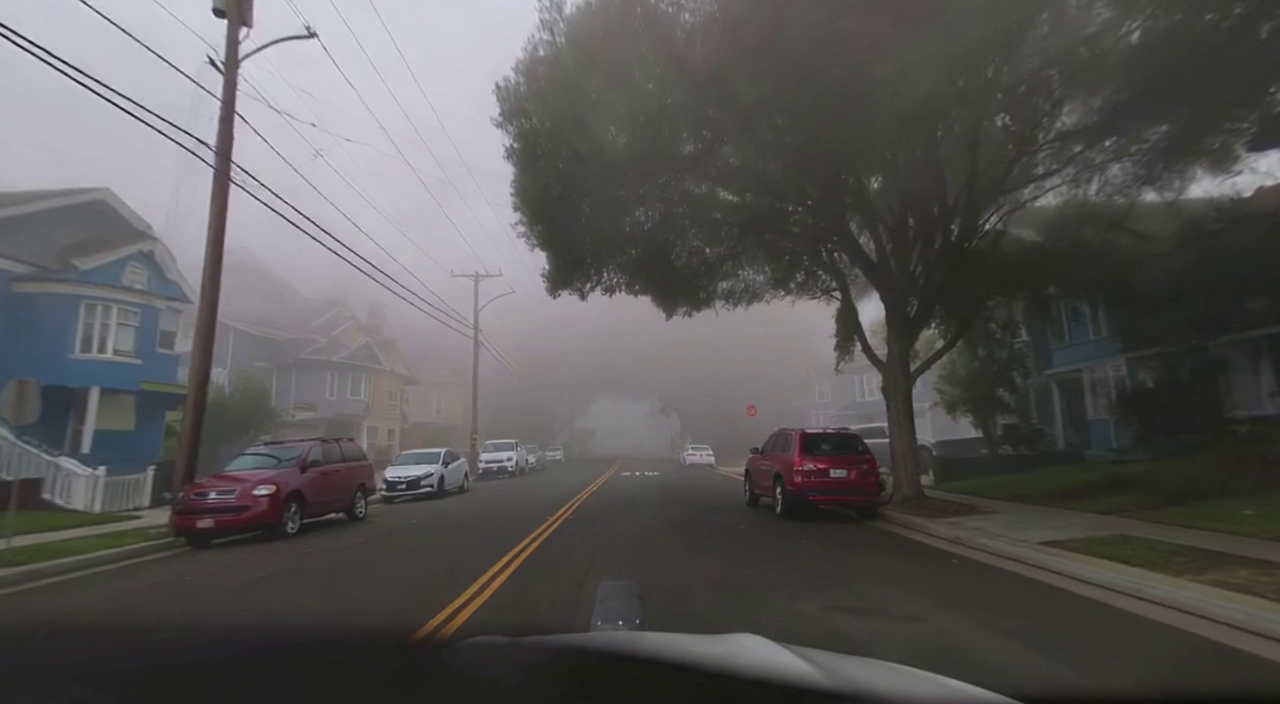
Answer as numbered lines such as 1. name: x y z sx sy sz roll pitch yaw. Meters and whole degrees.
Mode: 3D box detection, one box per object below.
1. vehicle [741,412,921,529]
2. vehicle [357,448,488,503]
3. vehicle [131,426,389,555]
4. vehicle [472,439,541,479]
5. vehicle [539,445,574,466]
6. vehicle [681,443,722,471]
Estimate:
1. vehicle: 3.502 2.284 12.619 2.114 1.909 4.266 0 -9 -2
2. vehicle: -6.460 3.697 19.392 2.211 1.469 4.380 -1 -9 4
3. vehicle: -6.525 2.389 11.644 2.194 1.798 4.402 -2 -8 -3
4. vehicle: -6.406 5.218 31.043 2.136 1.757 5.365 0 -9 1
5. vehicle: -6.433 8.022 49.054 2.056 1.481 4.451 0 -9 1
6. vehicle: 3.598 6.311 38.057 1.963 1.536 5.446 0 -9 0
